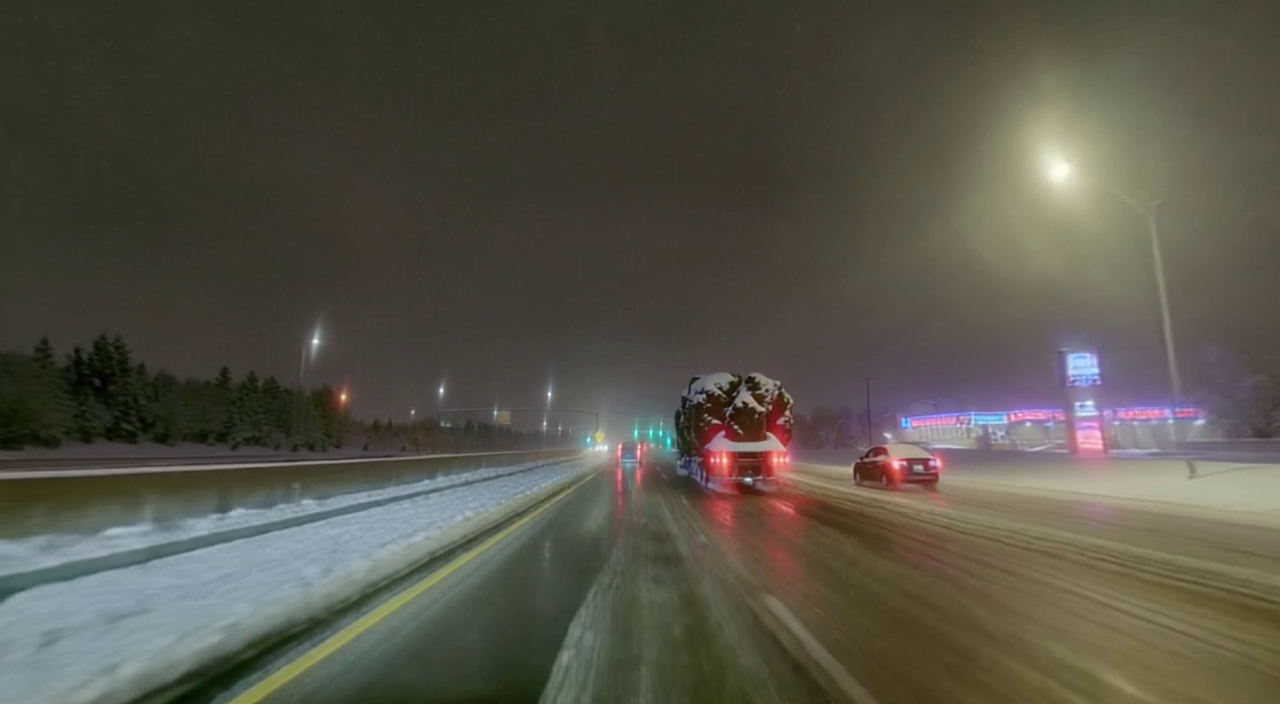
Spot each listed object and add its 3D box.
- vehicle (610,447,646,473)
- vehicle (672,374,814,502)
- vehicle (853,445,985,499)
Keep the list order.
[{"bbox_3d":[-0.647,6.085,35.876,1.929,1.395,3.999,0,-9,0],"label":"vehicle"},{"bbox_3d":[2.959,3.058,22.106,2.934,3.325,10.986,0,-9,-1],"label":"vehicle"},{"bbox_3d":[8.607,3.700,20.025,2.105,1.494,4.537,0,-9,0],"label":"vehicle"}]
